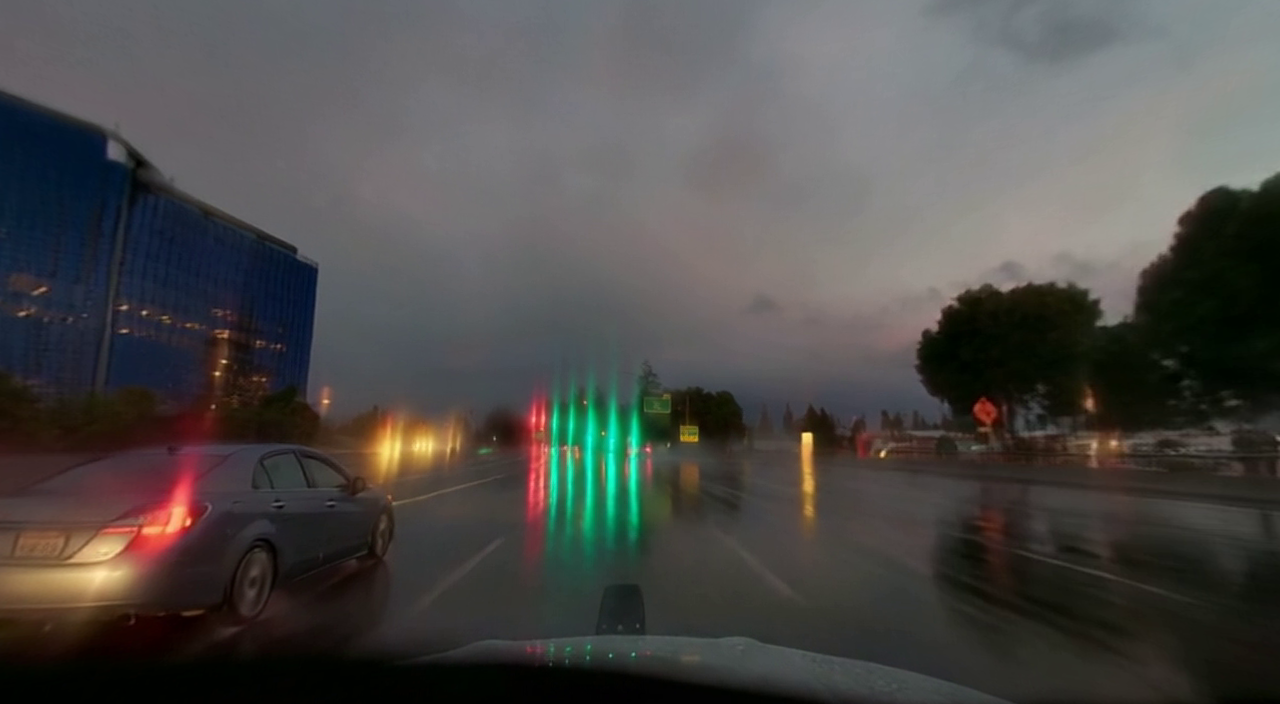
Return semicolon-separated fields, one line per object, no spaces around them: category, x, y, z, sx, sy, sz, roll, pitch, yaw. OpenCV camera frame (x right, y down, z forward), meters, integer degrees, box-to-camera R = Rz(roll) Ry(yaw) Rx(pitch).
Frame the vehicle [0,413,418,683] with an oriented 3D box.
vehicle;-3.802;1.400;5.732;2.018;1.476;4.364;0;-8;-1
